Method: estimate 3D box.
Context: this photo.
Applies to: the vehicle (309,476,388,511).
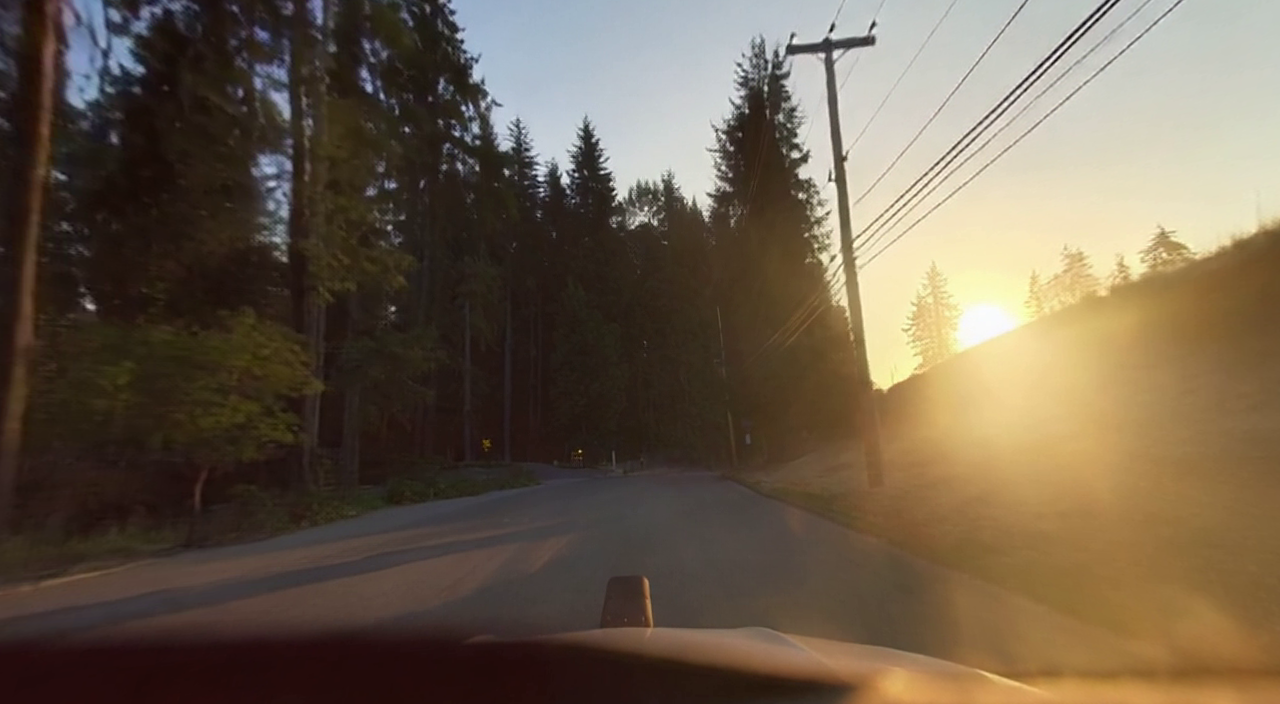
[{"bbox_3d":[-16.322,7.866,35.279,4.043,1.673,1.970,-5,-10,30],"label":"vehicle"}]
